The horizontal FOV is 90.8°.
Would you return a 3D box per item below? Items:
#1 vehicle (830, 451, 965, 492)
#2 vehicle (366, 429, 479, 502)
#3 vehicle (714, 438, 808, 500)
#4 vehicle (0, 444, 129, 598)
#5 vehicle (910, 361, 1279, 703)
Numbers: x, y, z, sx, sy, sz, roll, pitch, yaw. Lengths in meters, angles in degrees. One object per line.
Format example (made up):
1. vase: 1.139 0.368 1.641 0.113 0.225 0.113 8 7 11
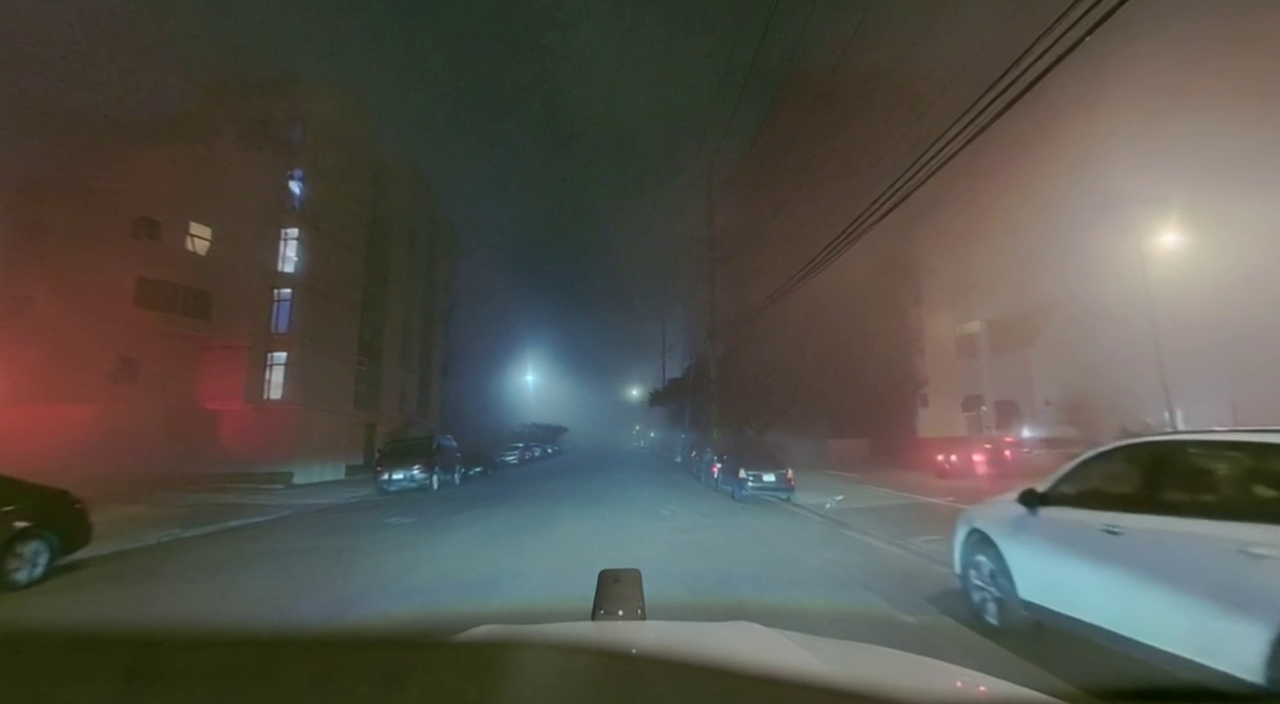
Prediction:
1. vehicle: 10.586 4.901 26.106 4.935 1.549 2.016 -5 -11 26
2. vehicle: -7.883 4.098 23.631 2.351 2.251 5.856 -2 -7 -2
3. vehicle: 3.511 3.489 19.202 1.925 1.634 4.419 0 -9 -1
4. vehicle: -7.515 1.669 5.563 2.145 1.488 4.646 -3 -7 1
5. vehicle: 3.570 1.126 3.736 1.986 1.665 4.606 1 -10 1
